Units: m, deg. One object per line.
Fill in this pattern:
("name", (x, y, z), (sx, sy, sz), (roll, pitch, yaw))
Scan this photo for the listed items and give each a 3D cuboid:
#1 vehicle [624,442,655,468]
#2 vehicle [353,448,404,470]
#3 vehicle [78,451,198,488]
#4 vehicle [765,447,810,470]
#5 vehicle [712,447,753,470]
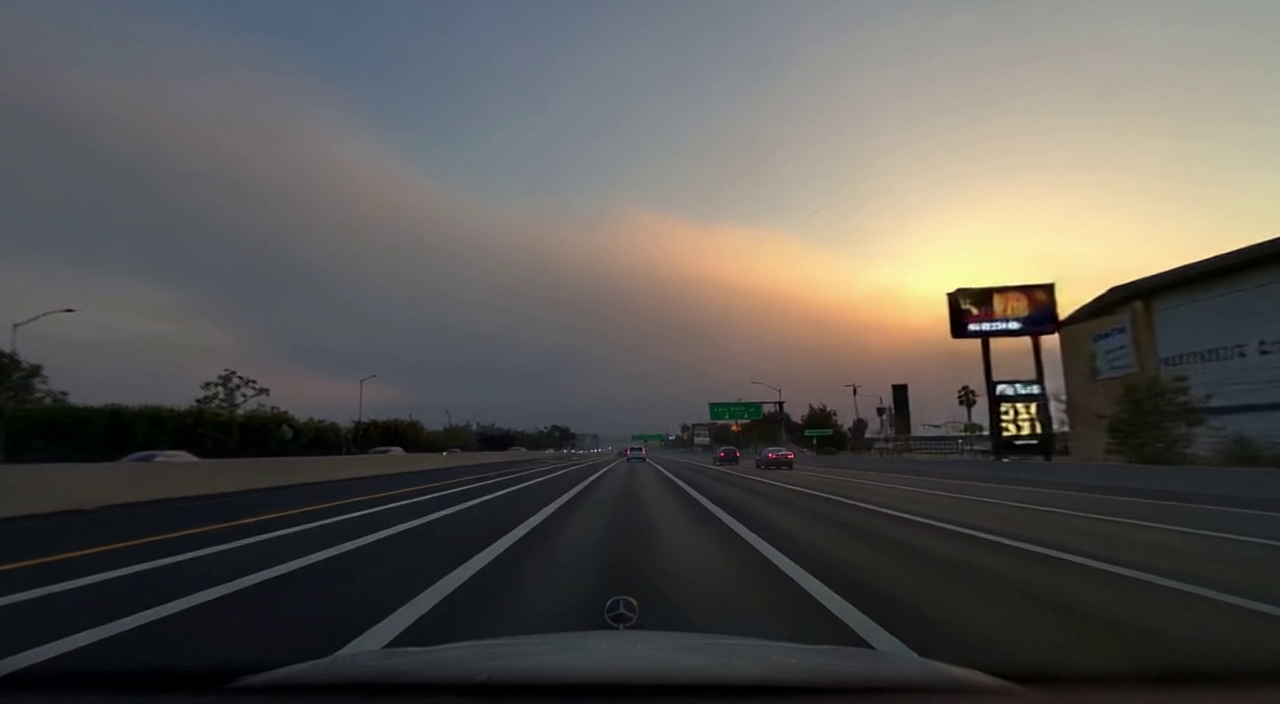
("vehicle", (-0.097, 7.836, 48.267), (2.154, 1.786, 5.045), (0, -9, -2))
("vehicle", (-19.118, 7.815, 46.387), (1.886, 1.478, 4.535), (0, -9, 0))
("vehicle", (-22.603, 5.273, 28.710), (1.828, 1.461, 4.468), (0, -9, -2))
("vehicle", (10.180, 7.367, 44.015), (1.953, 1.473, 4.512), (0, -9, -2))
("vehicle", (6.317, 7.277, 43.553), (1.976, 1.477, 4.448), (0, -9, -2))
